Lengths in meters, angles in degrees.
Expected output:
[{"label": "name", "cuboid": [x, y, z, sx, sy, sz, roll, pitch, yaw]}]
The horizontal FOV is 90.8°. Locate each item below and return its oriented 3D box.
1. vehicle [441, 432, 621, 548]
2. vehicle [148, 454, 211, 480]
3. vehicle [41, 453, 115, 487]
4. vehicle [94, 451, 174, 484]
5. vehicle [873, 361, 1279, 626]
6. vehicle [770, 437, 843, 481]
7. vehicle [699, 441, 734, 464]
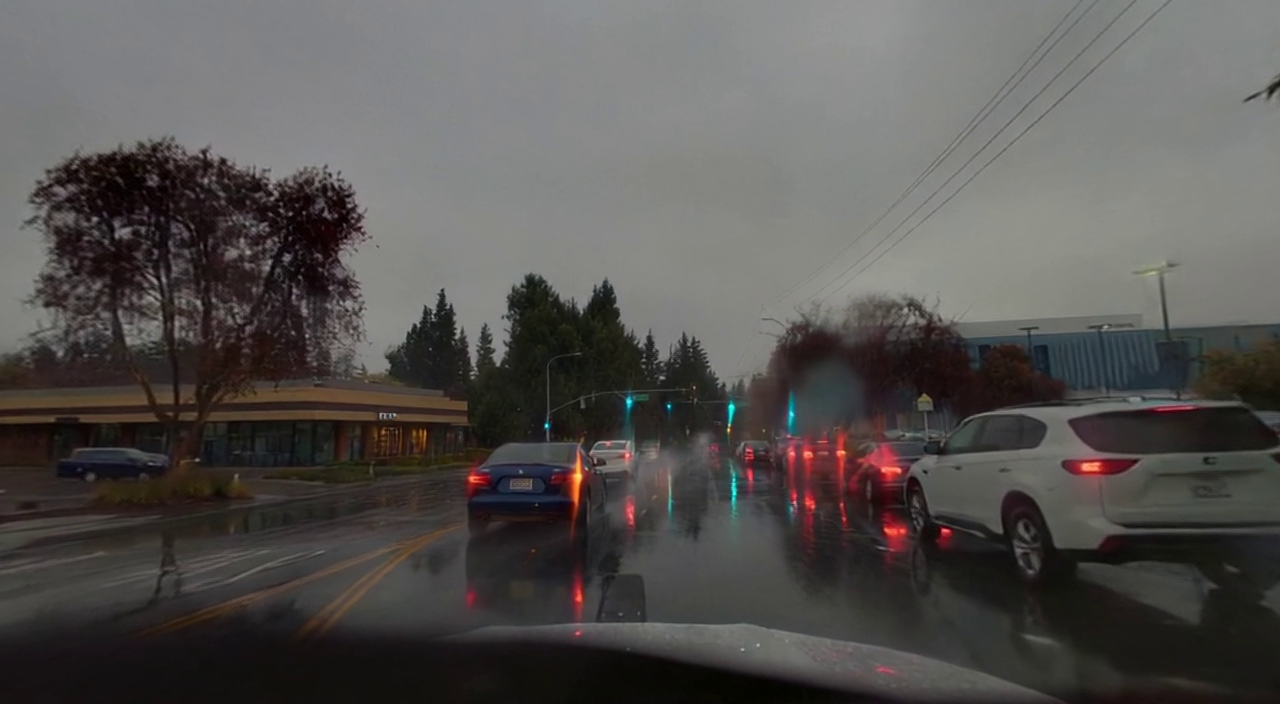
[{"label": "vehicle", "cuboid": [-1.512, 2.128, 10.515, 1.968, 1.497, 4.286, -1, -8, 4]}, {"label": "vehicle", "cuboid": [-26.595, 6.607, 36.484, 3.527, 1.390, 1.681, -6, -10, 33]}, {"label": "vehicle", "cuboid": [-27.622, 5.752, 31.036, 3.865, 1.499, 1.804, -6, -10, 36]}, {"label": "vehicle", "cuboid": [-27.172, 6.159, 33.918, 4.127, 1.583, 1.978, -5, -10, 32]}, {"label": "vehicle", "cuboid": [4.787, 1.427, 7.444, 2.324, 1.907, 5.634, -1, -8, 5]}, {"label": "vehicle", "cuboid": [6.151, 3.988, 23.862, 1.910, 1.493, 4.490, -1, -8, 5]}, {"label": "vehicle", "cuboid": [5.029, 6.647, 41.908, 2.095, 1.473, 4.301, -1, -8, 5]}]
